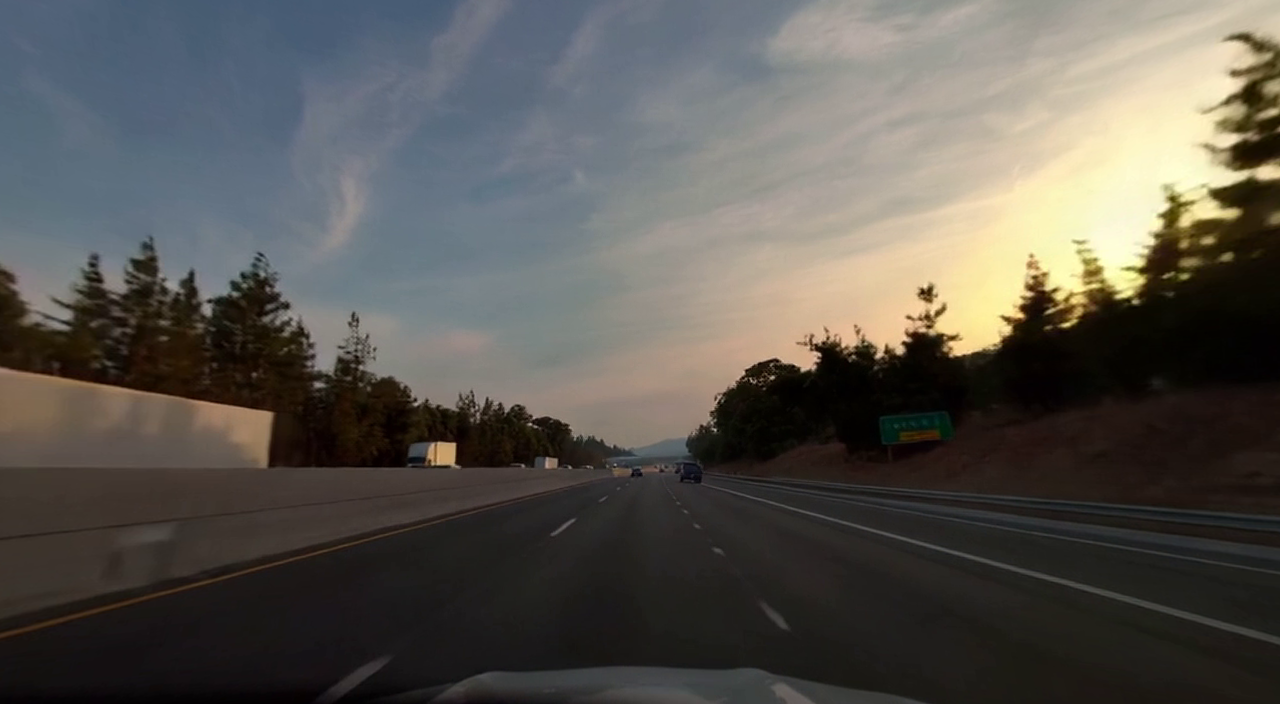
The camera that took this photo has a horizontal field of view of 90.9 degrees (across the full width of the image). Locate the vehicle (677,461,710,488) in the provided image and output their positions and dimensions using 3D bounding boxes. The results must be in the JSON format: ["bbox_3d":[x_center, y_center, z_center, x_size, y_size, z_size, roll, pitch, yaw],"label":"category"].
[{"bbox_3d":[4.070,9.494,49.032,2.093,1.933,4.623,1,-10,-1],"label":"vehicle"}]

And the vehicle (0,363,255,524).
[{"bbox_3d":[-17.986,2.931,19.452,3.018,4.078,14.135,1,-10,1],"label":"vehicle"}]

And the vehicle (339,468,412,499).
[{"bbox_3d":[-13.950,6.942,33.489,1.888,1.474,4.238,0,-10,1],"label":"vehicle"}]
